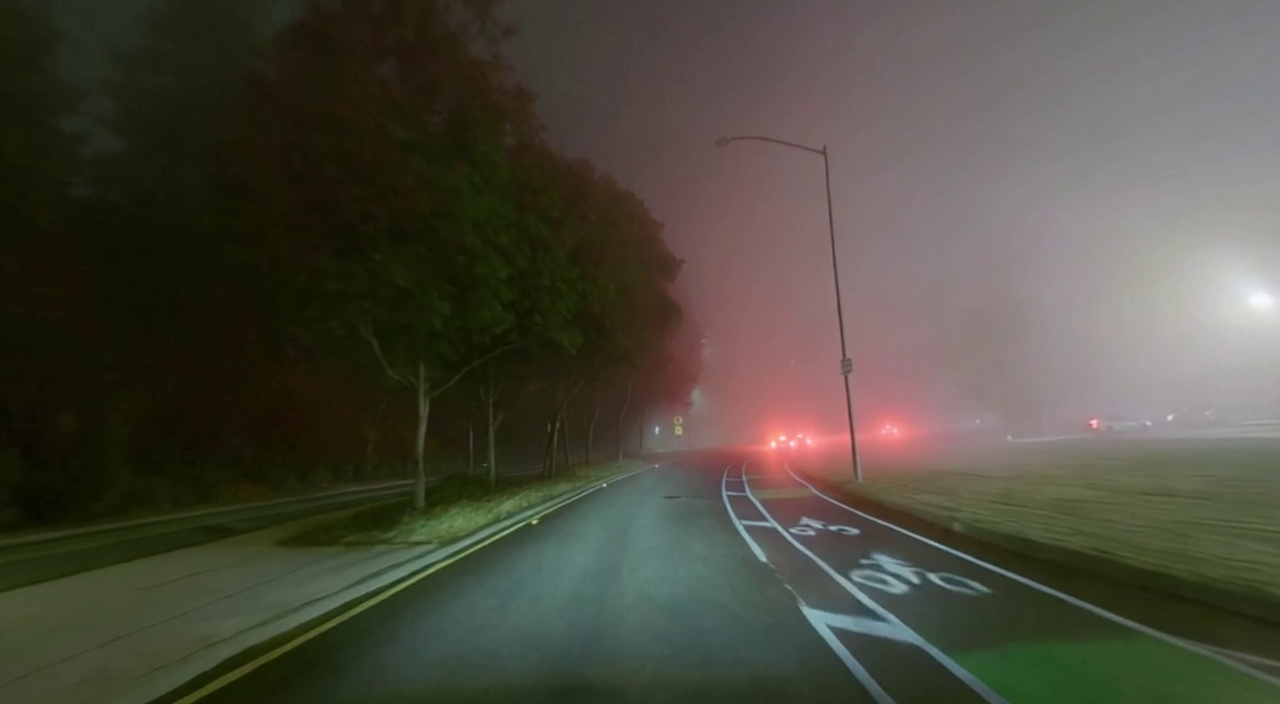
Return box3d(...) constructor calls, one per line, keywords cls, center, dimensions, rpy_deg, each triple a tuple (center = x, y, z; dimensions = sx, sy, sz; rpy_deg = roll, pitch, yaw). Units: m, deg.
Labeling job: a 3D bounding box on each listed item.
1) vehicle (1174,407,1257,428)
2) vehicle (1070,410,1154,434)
box3d(cls="vehicle", center=(41.850, 4.776, 45.976), dimensions=(4.406, 1.461, 1.851), rpy_deg=(0, -8, -5))
box3d(cls="vehicle", center=(34.223, 5.088, 45.874), dimensions=(4.615, 1.610, 2.040), rpy_deg=(0, -8, -6))
